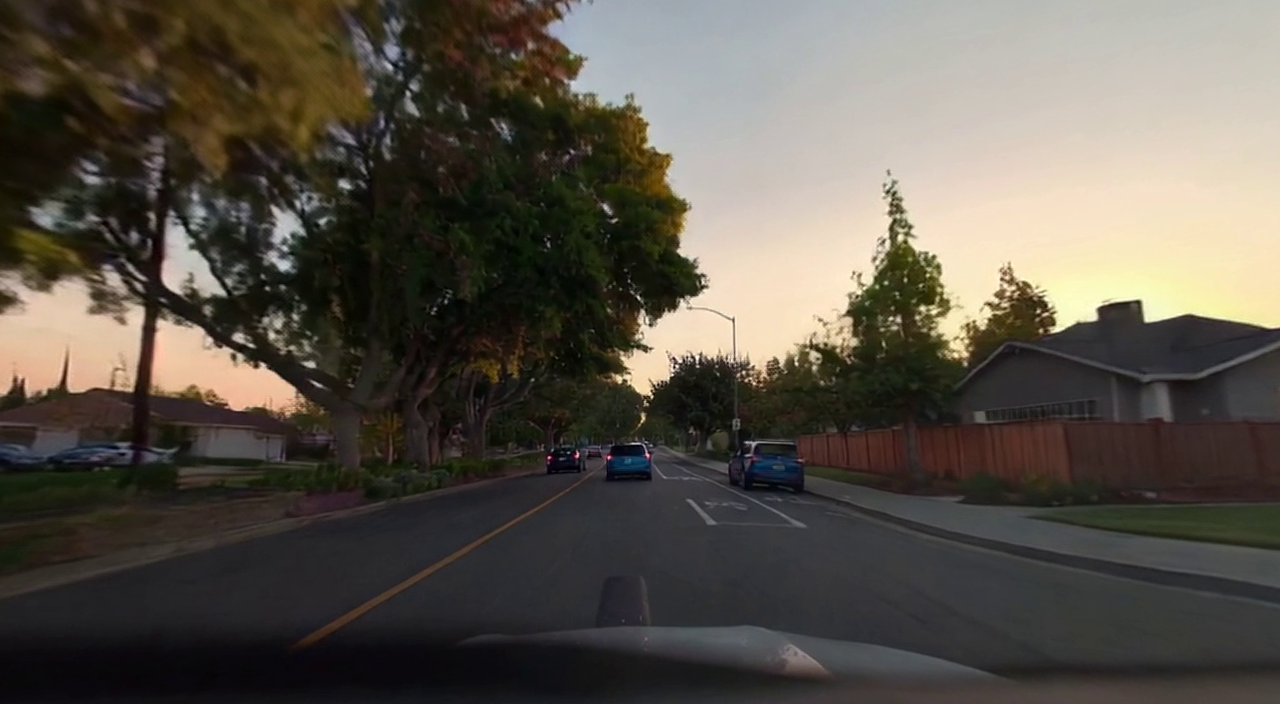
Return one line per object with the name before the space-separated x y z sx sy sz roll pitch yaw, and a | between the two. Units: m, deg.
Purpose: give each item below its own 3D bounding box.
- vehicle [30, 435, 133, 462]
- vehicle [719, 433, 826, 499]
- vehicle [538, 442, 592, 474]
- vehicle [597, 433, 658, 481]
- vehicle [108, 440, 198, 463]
vehicle | -33.482 5.791 37.735 4.271 1.581 1.919 0 -8 -1
vehicle | 3.927 3.464 19.492 2.332 1.769 4.518 0 -8 0
vehicle | -3.570 5.128 30.654 2.032 1.433 4.458 0 -8 1
vehicle | -0.477 4.177 25.145 2.220 1.742 4.047 0 -8 0
vehicle | -32.307 6.621 41.725 4.497 1.418 1.783 1 -9 2
